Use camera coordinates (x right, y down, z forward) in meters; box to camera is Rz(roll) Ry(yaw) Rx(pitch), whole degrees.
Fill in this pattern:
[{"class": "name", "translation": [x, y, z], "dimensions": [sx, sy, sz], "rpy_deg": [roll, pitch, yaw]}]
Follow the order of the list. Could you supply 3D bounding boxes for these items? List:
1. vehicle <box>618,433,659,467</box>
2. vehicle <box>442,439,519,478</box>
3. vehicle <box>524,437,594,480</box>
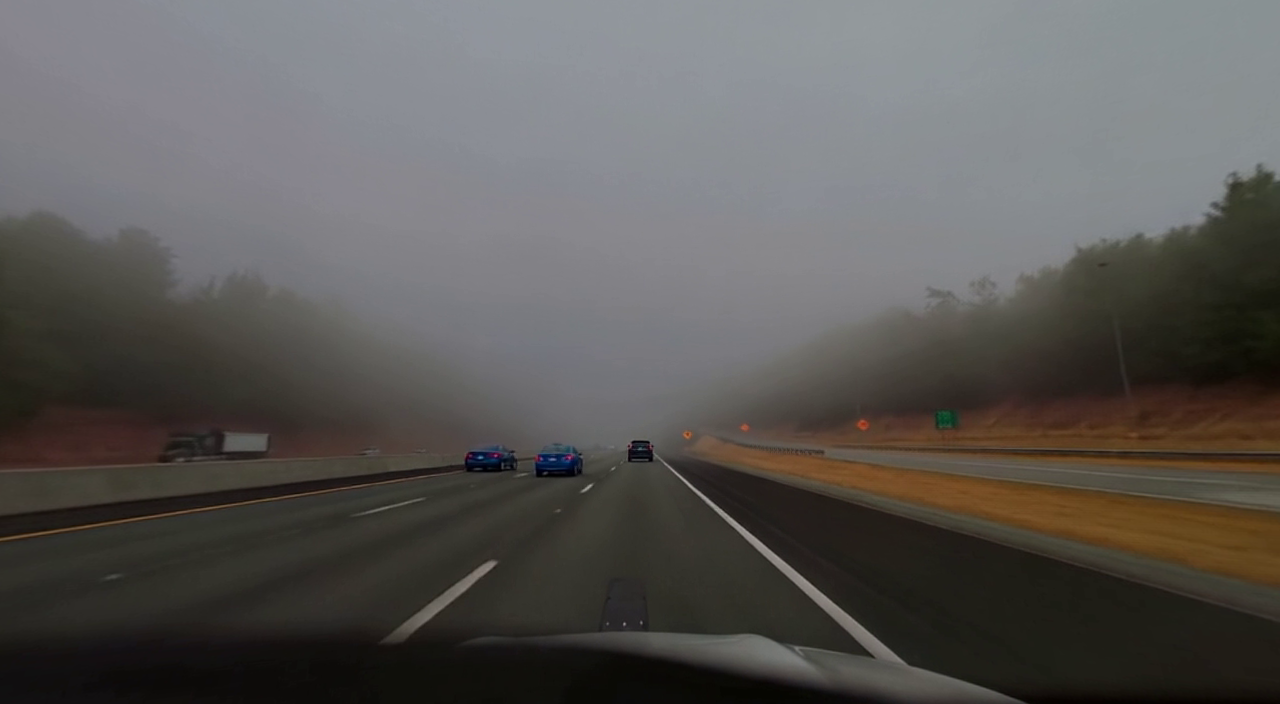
[{"class": "vehicle", "translation": [-0.073, 5.876, 37.988], "dimensions": [2.309, 1.915, 5.130], "rpy_deg": [0, -8, 0]}, {"class": "vehicle", "translation": [-6.783, 4.562, 27.346], "dimensions": [2.009, 1.519, 4.697], "rpy_deg": [0, -8, 1]}, {"class": "vehicle", "translation": [-3.254, 4.399, 26.447], "dimensions": [2.139, 1.589, 5.102], "rpy_deg": [0, -8, 1]}]
